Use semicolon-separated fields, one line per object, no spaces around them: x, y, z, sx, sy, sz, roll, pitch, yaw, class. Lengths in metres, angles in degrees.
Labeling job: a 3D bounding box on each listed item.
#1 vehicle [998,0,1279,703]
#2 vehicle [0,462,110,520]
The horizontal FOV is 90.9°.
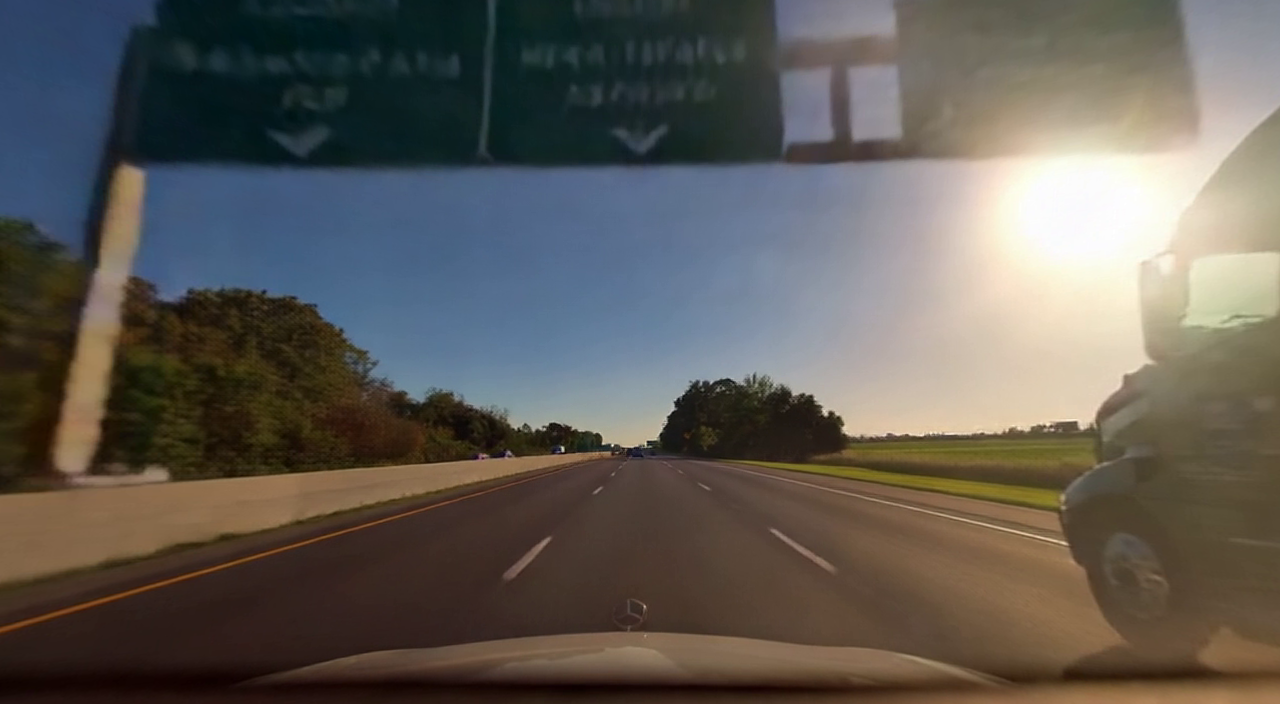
3.997;-0.287;1.138;3.051;3.968;5.943;0;-9;0;vehicle
-18.200;3.929;18.018;1.945;1.482;4.735;0;-9;0;vehicle
